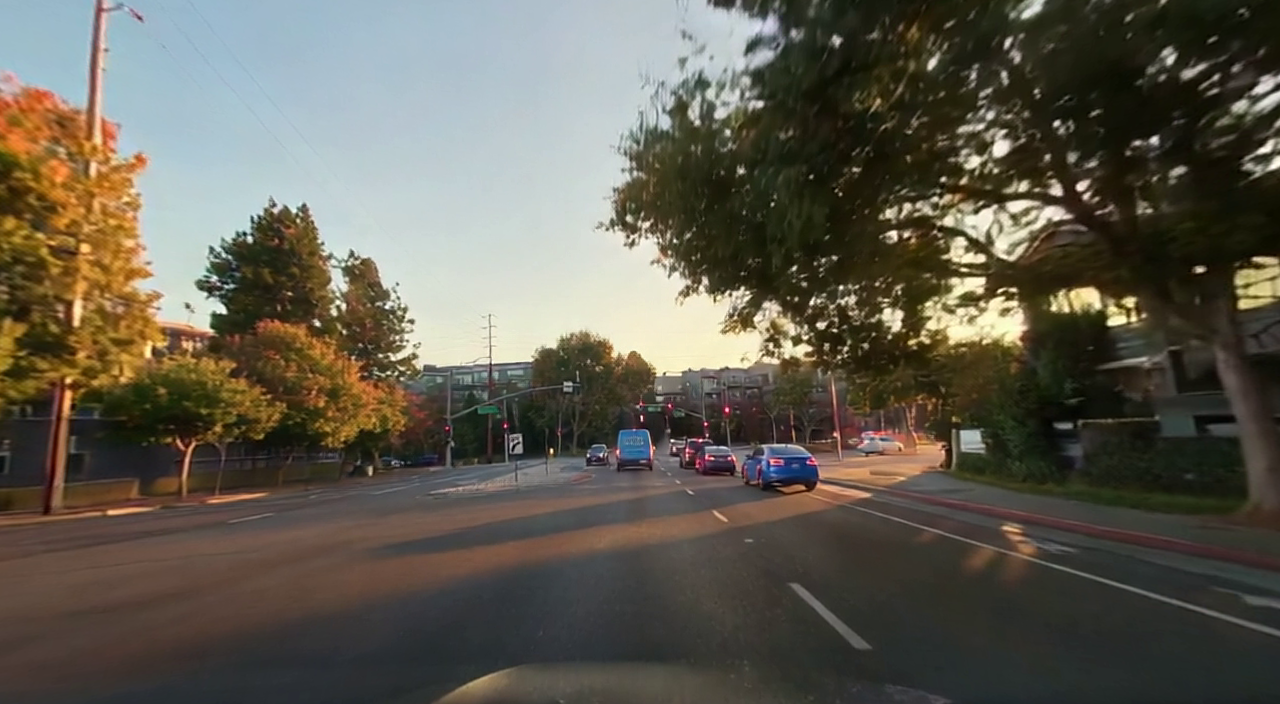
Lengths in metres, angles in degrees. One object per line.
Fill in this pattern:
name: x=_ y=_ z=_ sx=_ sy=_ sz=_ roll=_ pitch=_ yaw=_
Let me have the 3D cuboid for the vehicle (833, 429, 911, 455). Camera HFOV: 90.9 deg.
vehicle: x=16.668 y=6.511 z=45.405 sx=4.842 sy=1.792 sz=1.963 roll=0 pitch=-9 yaw=0

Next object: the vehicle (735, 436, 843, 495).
vehicle: x=4.192 y=3.289 z=18.628 sx=1.967 sy=1.506 sz=4.968 roll=0 pitch=-9 yaw=0

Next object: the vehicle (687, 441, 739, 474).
vehicle: x=3.497 y=5.132 z=30.889 sx=1.951 sy=1.483 sz=4.582 roll=0 pitch=-9 yaw=-1

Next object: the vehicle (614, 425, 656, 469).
vehicle: x=-0.308 y=5.908 z=39.189 sx=2.422 sy=2.488 sz=4.992 roll=0 pitch=-9 yaw=0
